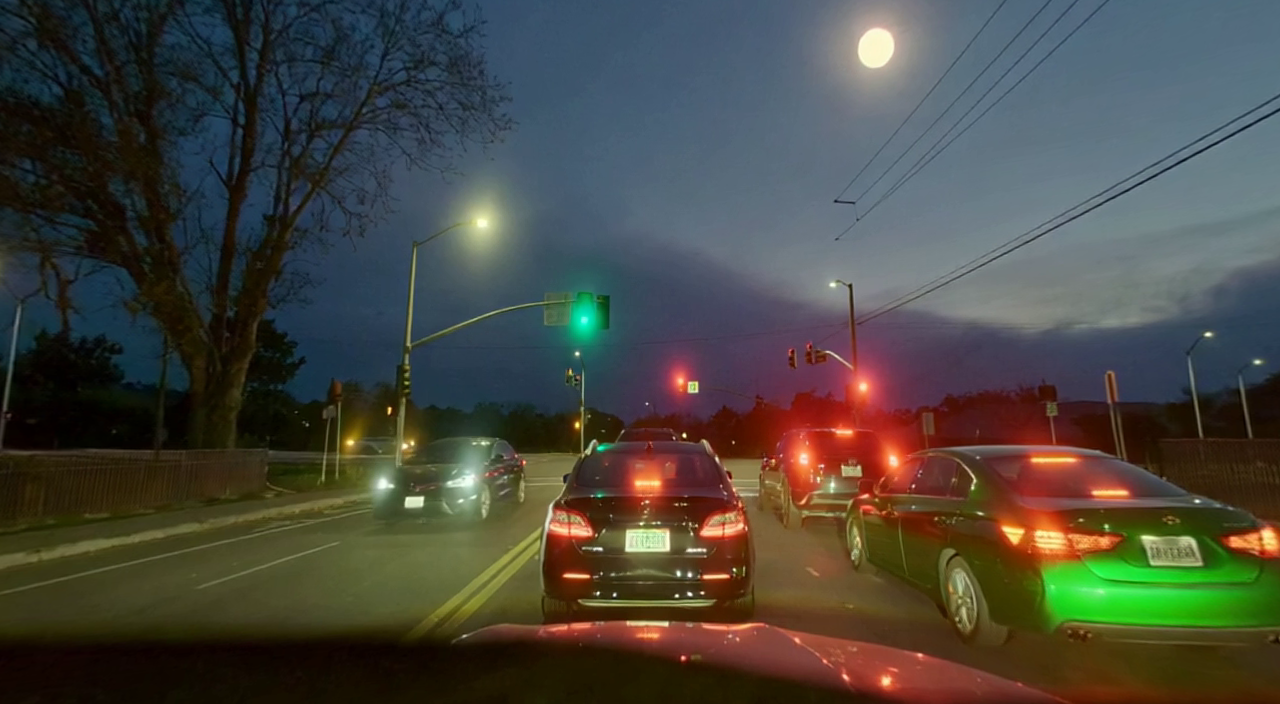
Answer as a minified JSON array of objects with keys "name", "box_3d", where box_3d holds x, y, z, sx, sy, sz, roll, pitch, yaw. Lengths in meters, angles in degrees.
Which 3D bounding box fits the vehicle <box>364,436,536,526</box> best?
[{"name":"vehicle","box_3d":[-3.529,2.474,12.739,1.959,1.456,4.488,0,-8,2]}]

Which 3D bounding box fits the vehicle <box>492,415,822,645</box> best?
[{"name":"vehicle","box_3d":[0.075,1.498,6.413,2.170,1.497,4.369,0,-8,-1]}]

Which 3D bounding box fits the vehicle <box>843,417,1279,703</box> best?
[{"name":"vehicle","box_3d":[3.091,1.240,4.134,2.027,1.432,4.431,0,-8,0]}]
